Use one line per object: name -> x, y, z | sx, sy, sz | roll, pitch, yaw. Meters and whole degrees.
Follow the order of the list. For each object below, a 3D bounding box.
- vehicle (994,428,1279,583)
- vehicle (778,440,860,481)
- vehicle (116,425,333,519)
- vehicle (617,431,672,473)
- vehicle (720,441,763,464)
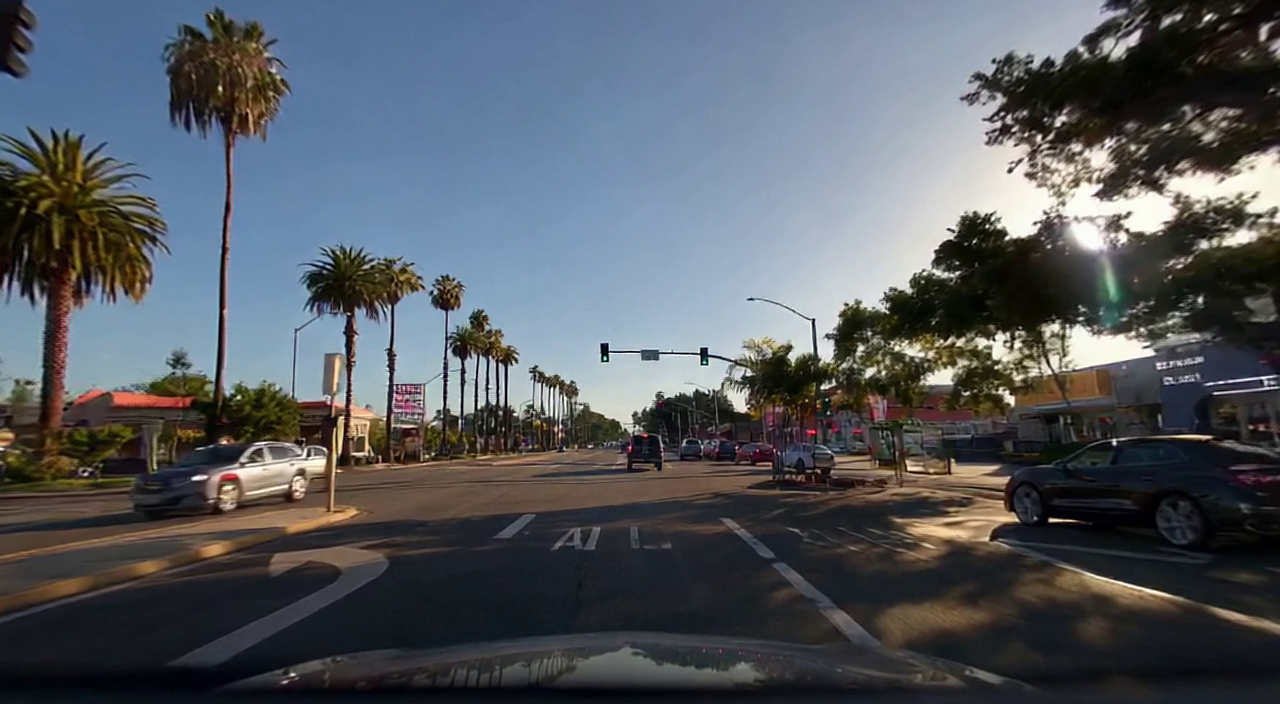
vehicle -> 7.171, 1.818, 8.329 | 2.076, 1.483, 4.963 | 0, -9, -1
vehicle -> 6.981, 4.264, 25.150 | 1.902, 1.461, 4.428 | 0, -9, -1
vehicle -> -9.602, 2.801, 15.244 | 2.182, 1.774, 4.691 | -3, -8, -2
vehicle -> 0.162, 4.796, 30.401 | 2.428, 1.816, 4.959 | 0, -9, -1
vehicle -> 7.001, 7.004, 44.129 | 2.038, 1.476, 5.032 | 0, -9, -1
